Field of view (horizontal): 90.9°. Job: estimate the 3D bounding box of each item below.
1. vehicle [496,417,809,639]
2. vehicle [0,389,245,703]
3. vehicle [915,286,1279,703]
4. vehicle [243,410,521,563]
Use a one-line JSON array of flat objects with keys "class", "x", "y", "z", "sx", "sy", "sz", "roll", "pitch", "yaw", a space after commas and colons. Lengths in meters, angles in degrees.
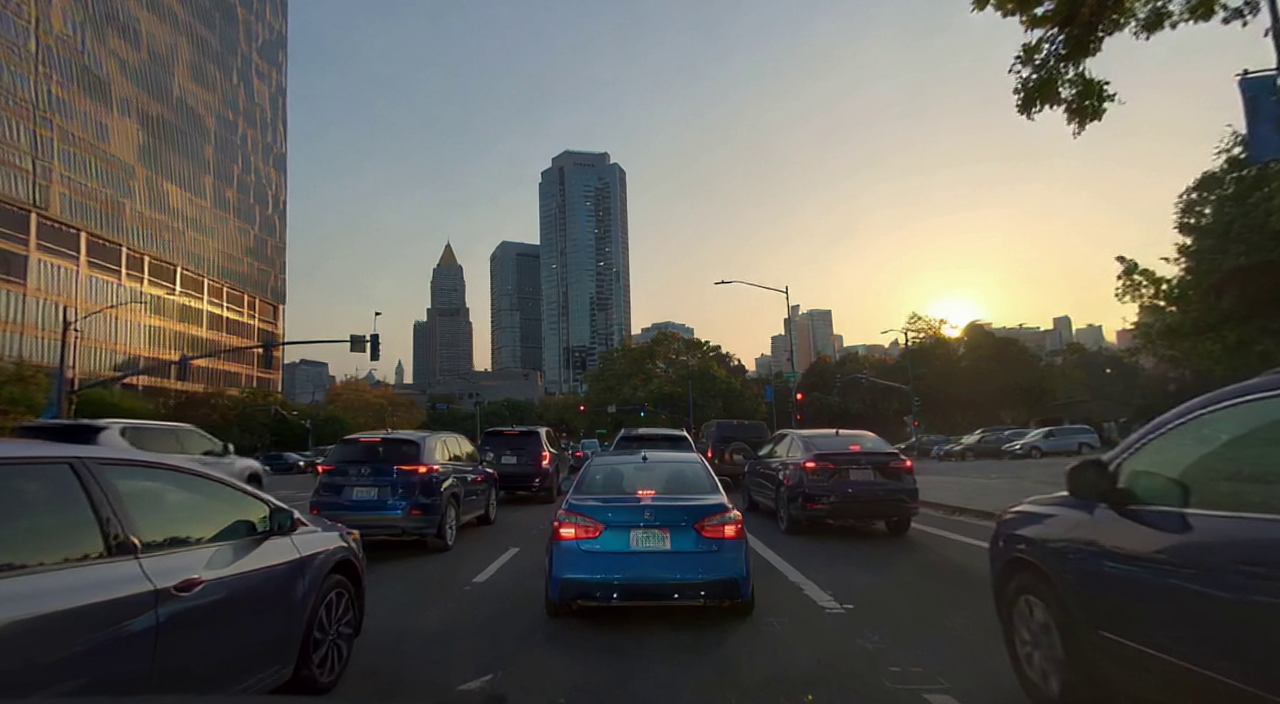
[{"class": "vehicle", "x": 0.082, "y": 1.511, "z": 6.387, "sx": 2.147, "sy": 1.507, "sz": 3.953, "roll": 0, "pitch": -8, "yaw": 0}, {"class": "vehicle", "x": -3.392, "y": 0.747, "z": 1.241, "sx": 2.144, "sy": 1.505, "sz": 4.635, "roll": -1, "pitch": -9, "yaw": 1}, {"class": "vehicle", "x": 3.055, "y": 0.737, "z": 2.281, "sx": 2.108, "sy": 1.785, "sz": 4.334, "roll": 0, "pitch": -9, "yaw": 0}, {"class": "vehicle", "x": -3.374, "y": 1.872, "z": 9.501, "sx": 2.168, "sy": 1.719, "sz": 4.561, "roll": -1, "pitch": -9, "yaw": 1}]
